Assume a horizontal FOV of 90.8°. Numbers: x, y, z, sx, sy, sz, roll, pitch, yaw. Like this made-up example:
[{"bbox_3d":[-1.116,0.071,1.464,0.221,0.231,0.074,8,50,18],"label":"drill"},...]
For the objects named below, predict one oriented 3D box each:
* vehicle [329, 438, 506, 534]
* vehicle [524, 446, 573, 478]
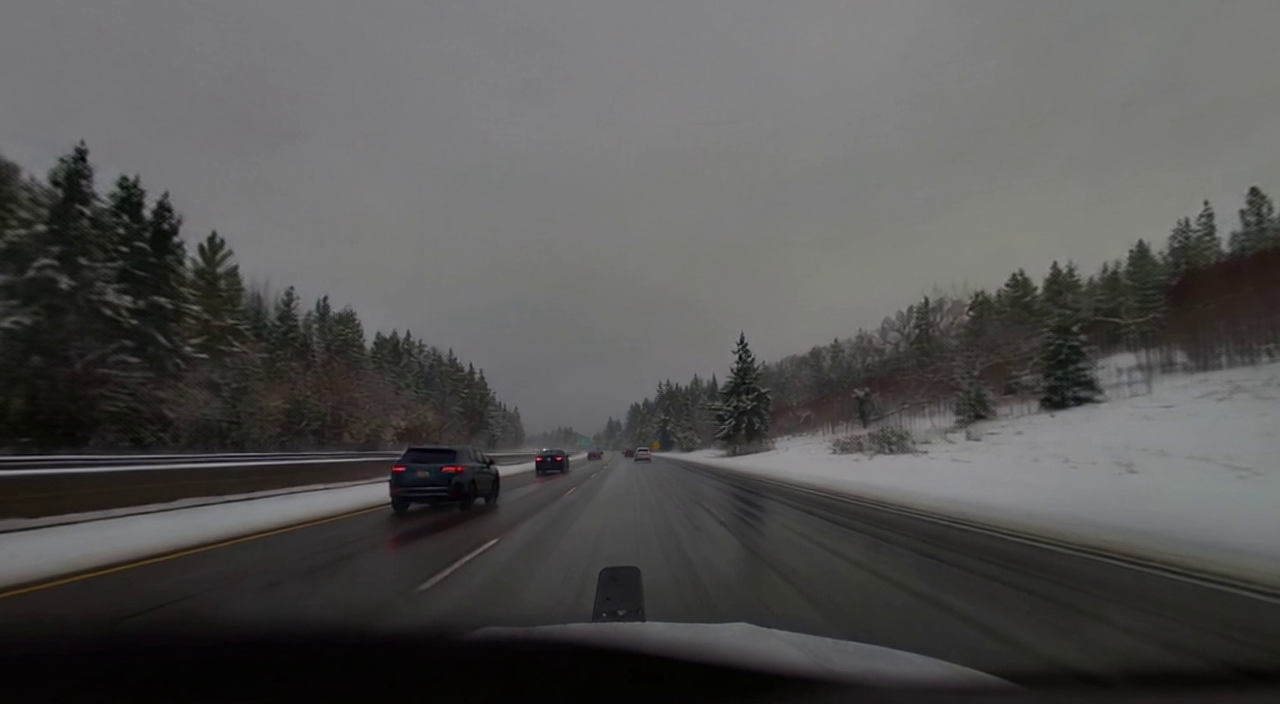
[{"bbox_3d":[-3.914,2.404,11.891,1.897,1.481,3.859,0,-9,0],"label":"vehicle"},{"bbox_3d":[-4.542,5.530,31.993,1.838,1.508,4.317,0,-9,0],"label":"vehicle"}]
